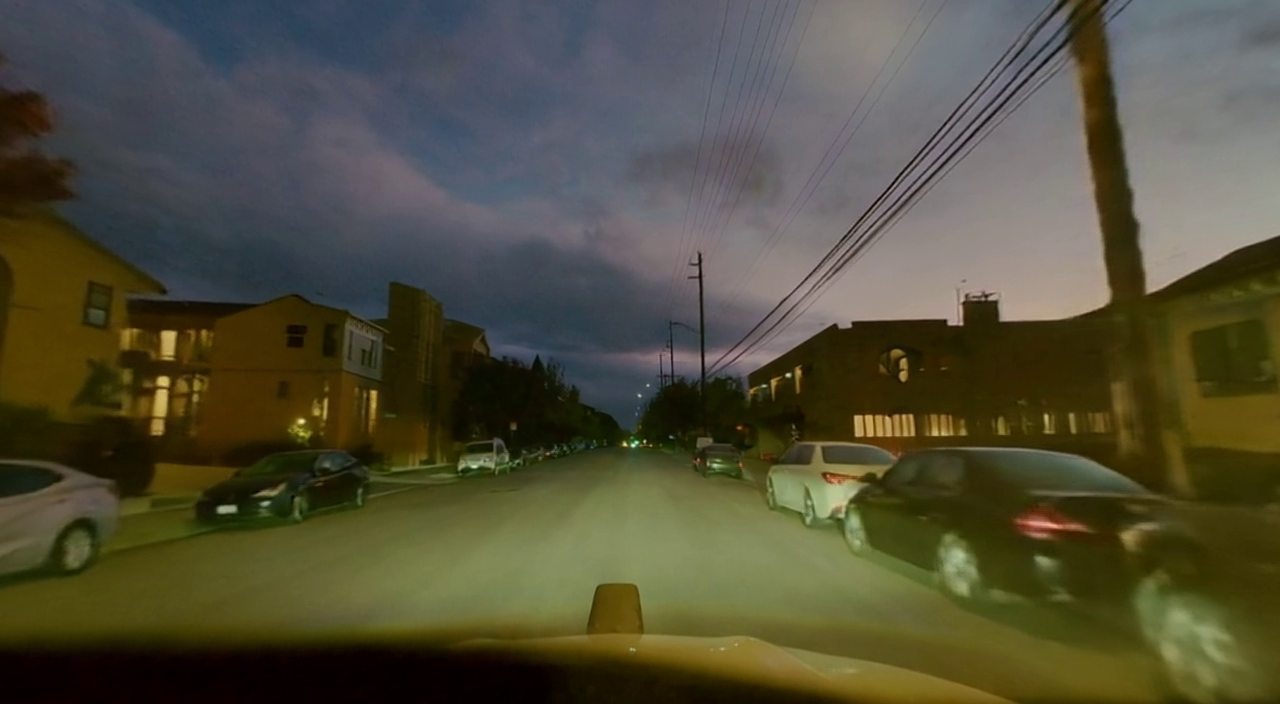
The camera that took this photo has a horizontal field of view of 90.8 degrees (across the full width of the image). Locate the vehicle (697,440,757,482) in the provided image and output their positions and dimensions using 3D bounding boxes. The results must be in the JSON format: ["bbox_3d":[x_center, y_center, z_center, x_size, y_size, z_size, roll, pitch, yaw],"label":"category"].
[{"bbox_3d":[3.636,4.652,27.289,1.925,1.634,4.419,0,-8,0],"label":"vehicle"}]

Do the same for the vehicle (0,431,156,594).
[{"bbox_3d":[-7.681,1.761,6.485,1.981,1.651,4.683,-5,-6,-3],"label":"vehicle"}]

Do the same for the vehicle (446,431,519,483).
[{"bbox_3d":[-7.796,5.202,31.928,2.351,2.251,5.856,-2,-8,-2],"label":"vehicle"}]

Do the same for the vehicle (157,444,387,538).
[{"bbox_3d":[-7.541,2.832,13.679,2.145,1.488,4.646,-3,-7,1],"label":"vehicle"}]

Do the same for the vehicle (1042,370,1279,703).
[{"bbox_3d":[3.672,0.801,1.763,2.095,1.694,4.592,0,-9,1],"label":"vehicle"}]
